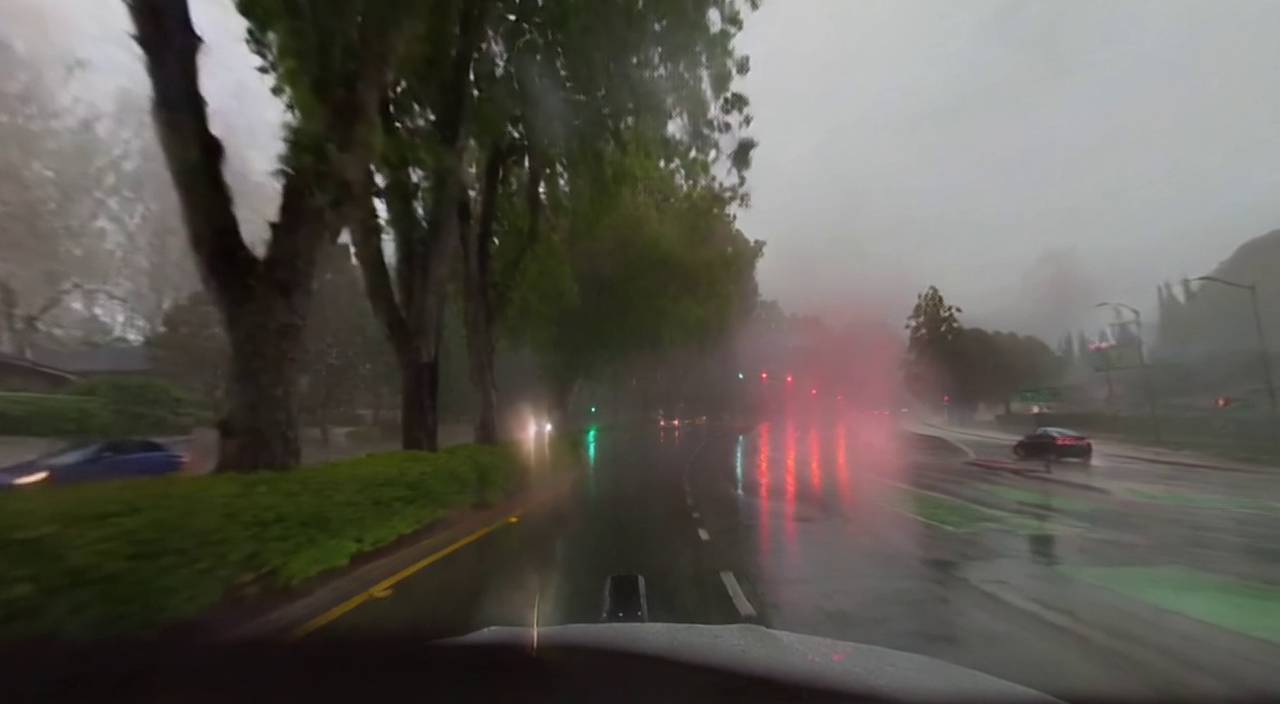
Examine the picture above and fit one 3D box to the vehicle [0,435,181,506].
[{"bbox_3d":[-14.202,2.917,15.884,1.903,1.504,4.346,-3,-9,3],"label":"vehicle"}]
